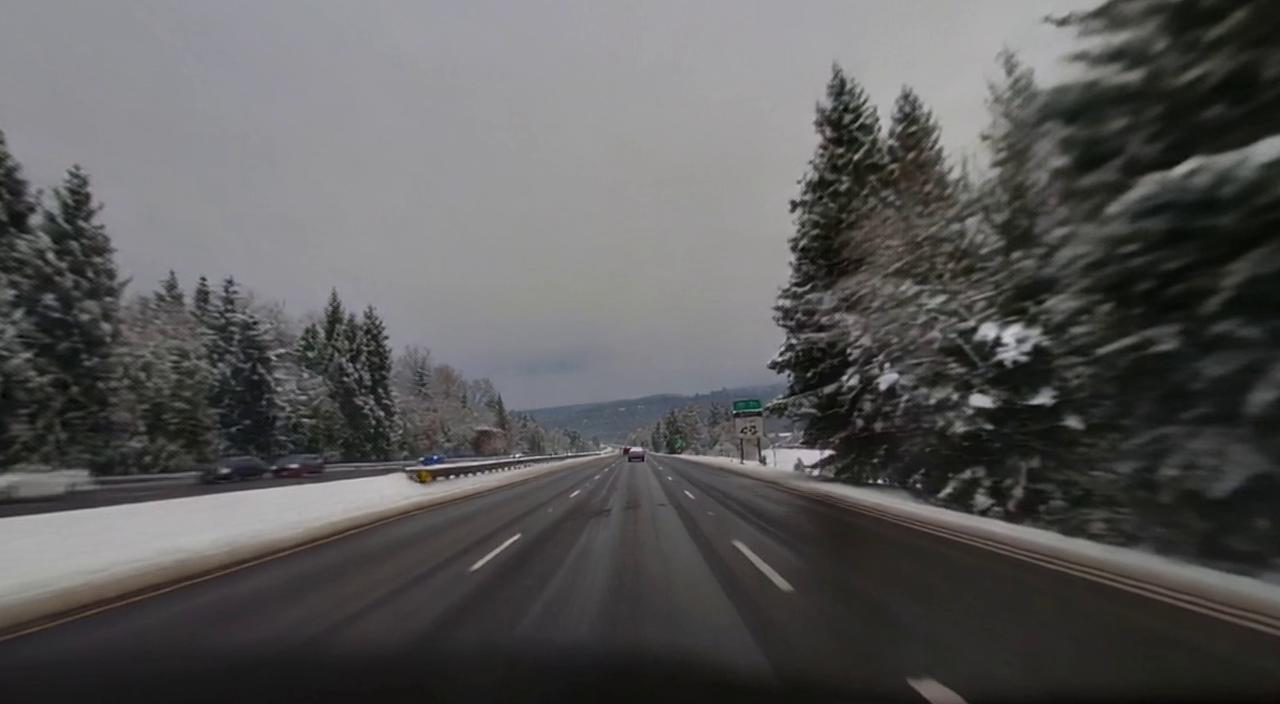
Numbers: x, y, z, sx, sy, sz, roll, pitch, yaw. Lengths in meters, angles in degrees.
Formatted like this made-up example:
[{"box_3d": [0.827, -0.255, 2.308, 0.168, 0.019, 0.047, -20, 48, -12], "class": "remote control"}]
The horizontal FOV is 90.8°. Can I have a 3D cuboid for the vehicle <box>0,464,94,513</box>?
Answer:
[{"box_3d": [-21.394, 4.580, 21.273, 1.853, 1.495, 4.676, -1, -9, 0], "class": "vehicle"}]

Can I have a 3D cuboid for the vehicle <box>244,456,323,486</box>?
[{"box_3d": [-21.153, 7.068, 37.751, 2.056, 1.552, 4.612, -1, -9, 0], "class": "vehicle"}]

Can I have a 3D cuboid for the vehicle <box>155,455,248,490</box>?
[{"box_3d": [-25.531, 7.001, 37.019, 2.159, 1.773, 4.512, -1, -9, 0], "class": "vehicle"}]

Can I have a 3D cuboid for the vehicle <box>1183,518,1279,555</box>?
[{"box_3d": [34.908, 10.754, 36.940, 4.190, 1.776, 2.089, 0, -8, 2], "class": "vehicle"}]
